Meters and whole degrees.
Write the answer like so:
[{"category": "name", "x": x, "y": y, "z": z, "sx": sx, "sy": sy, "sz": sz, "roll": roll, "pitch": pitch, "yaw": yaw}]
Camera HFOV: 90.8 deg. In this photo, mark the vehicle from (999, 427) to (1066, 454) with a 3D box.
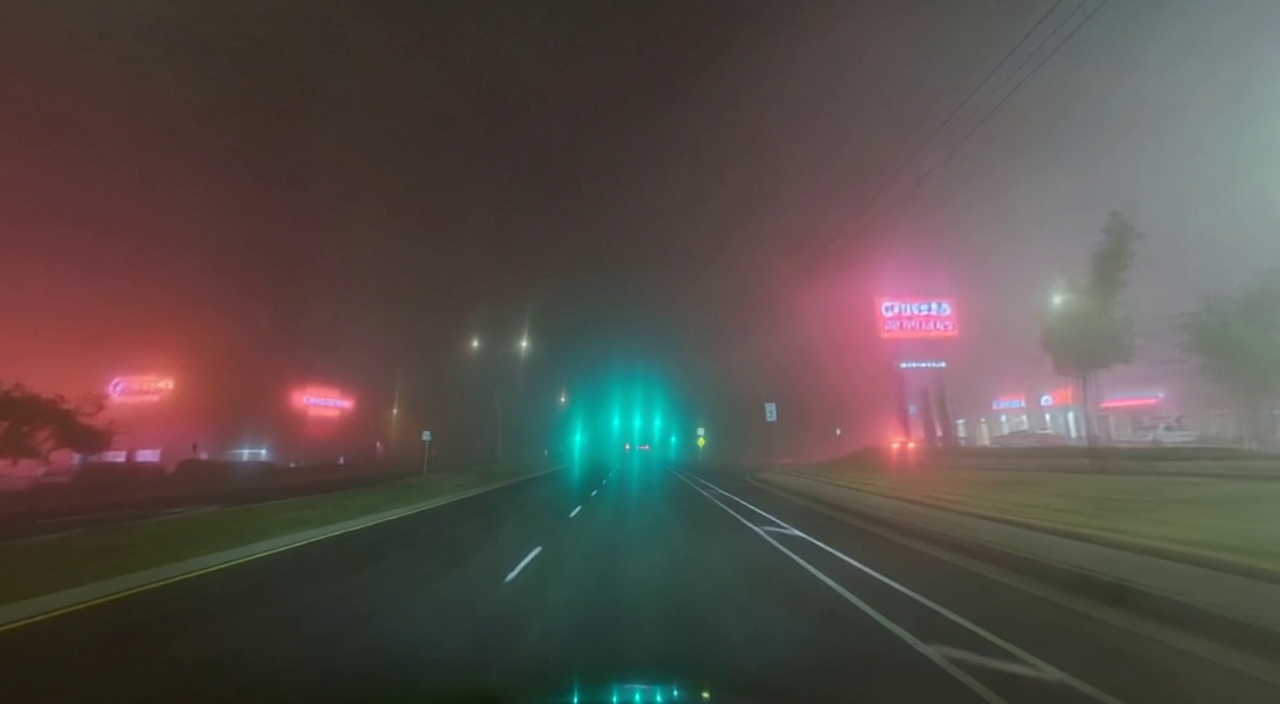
[{"category": "vehicle", "x": 30.875, "y": 7.051, "z": 49.869, "sx": 1.966, "sy": 1.767, "sz": 4.697, "roll": -4, "pitch": -10, "yaw": -2}]
